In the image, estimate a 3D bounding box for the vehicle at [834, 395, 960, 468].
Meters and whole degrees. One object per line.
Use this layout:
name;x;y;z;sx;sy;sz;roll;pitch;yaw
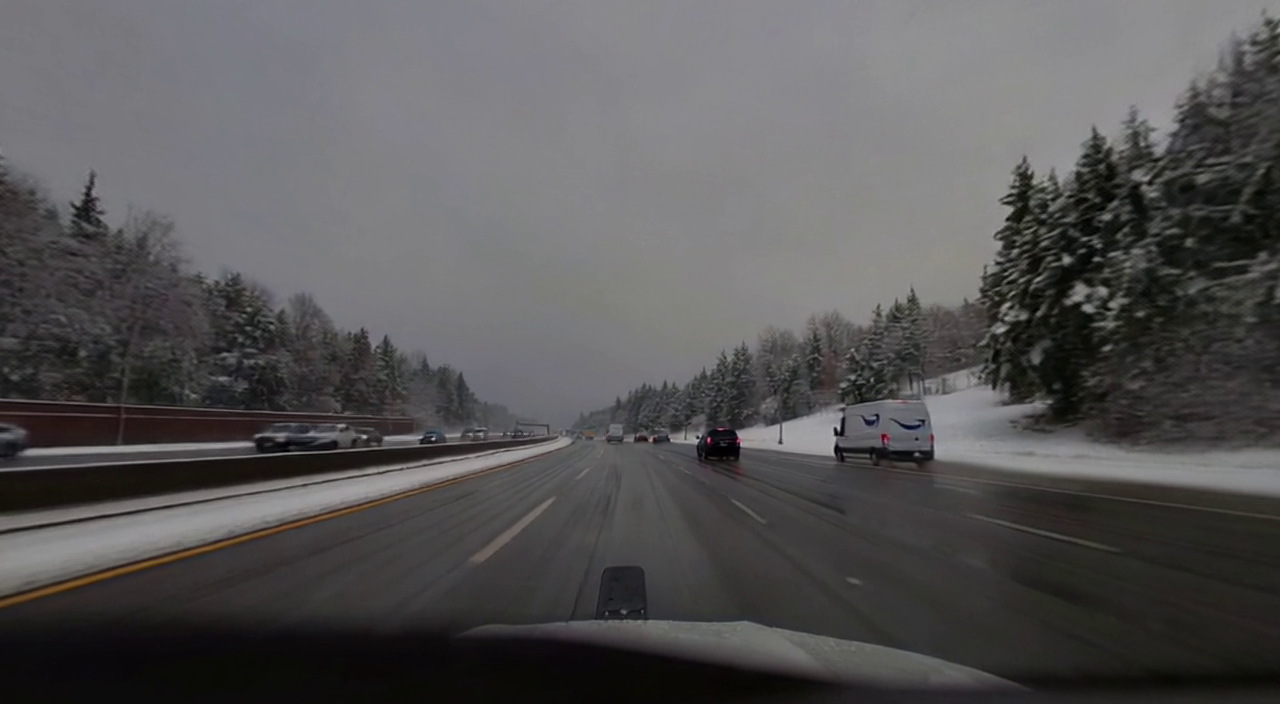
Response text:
vehicle;10.997;3.537;27.796;2.274;2.802;6.802;0;-8;-4

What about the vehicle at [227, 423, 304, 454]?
vehicle;-22.363;5.205;37.917;2.015;1.695;4.505;0;-8;-3

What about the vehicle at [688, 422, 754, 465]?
vehicle;3.493;4.074;28.117;2.141;1.732;4.279;0;-8;-3

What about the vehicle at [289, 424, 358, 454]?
vehicle;-18.531;5.124;37.132;1.875;1.585;4.514;0;-8;-2
